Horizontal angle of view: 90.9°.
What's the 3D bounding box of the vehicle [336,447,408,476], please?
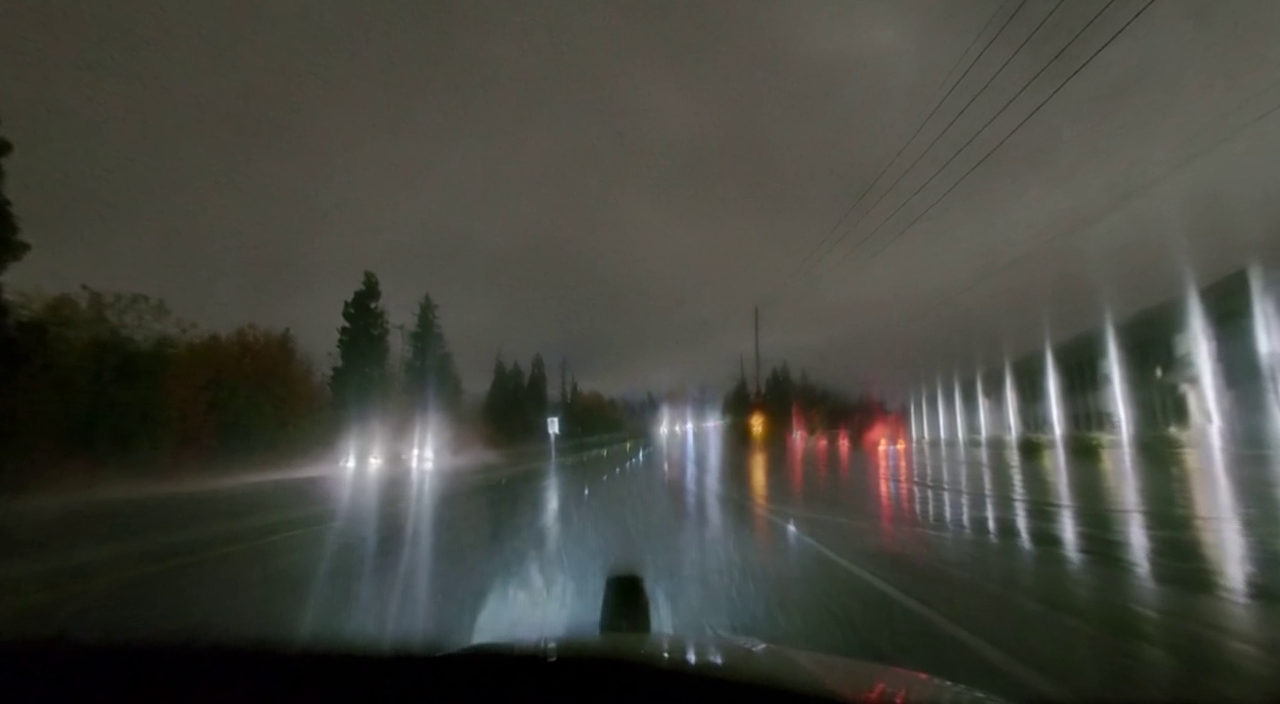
[{"bbox_3d":[-16.243,6.644,38.526,2.082,1.642,4.640,-1,-8,5],"label":"vehicle"}]
